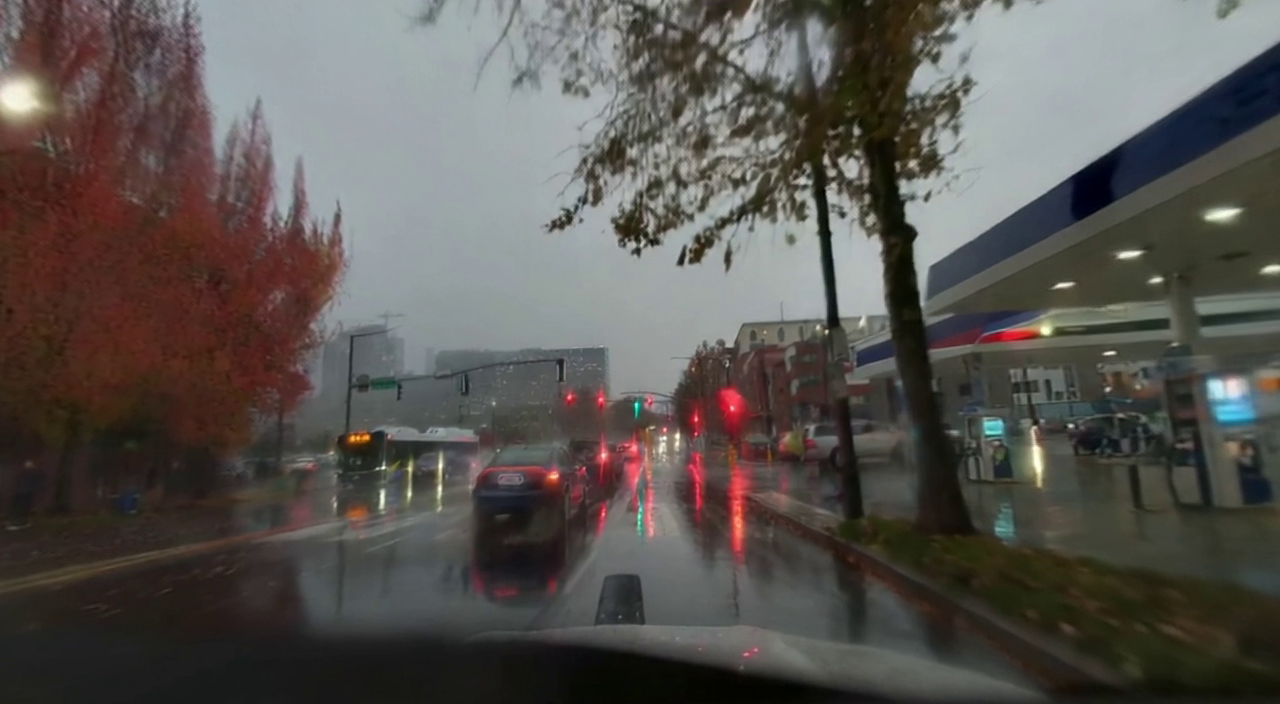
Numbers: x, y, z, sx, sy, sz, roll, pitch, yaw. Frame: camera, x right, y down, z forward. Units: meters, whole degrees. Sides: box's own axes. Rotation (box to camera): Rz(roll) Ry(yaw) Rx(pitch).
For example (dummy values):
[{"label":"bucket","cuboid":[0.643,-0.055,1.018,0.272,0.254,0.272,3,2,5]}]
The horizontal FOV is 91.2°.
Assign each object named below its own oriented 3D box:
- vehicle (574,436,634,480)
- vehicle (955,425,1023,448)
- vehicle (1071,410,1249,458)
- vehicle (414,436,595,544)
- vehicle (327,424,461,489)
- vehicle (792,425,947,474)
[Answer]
[{"label":"vehicle","cuboid":[-1.482,4.633,27.574,2.365,1.751,3.904,0,-9,1]},{"label":"vehicle","cuboid":[25.381,6.172,45.643,3.847,1.490,1.883,-1,-8,-6]},{"label":"vehicle","cuboid":[17.294,2.769,21.032,4.064,1.507,2.078,0,-9,2]},{"label":"vehicle","cuboid":[-2.078,2.292,10.991,2.092,1.507,4.078,-1,-9,3]},{"label":"vehicle","cuboid":[-14.048,6.185,37.436,3.189,3.205,11.526,0,-9,1]},{"label":"vehicle","cuboid":[8.374,3.606,23.277,4.894,1.451,2.089,-3,-8,2]}]
